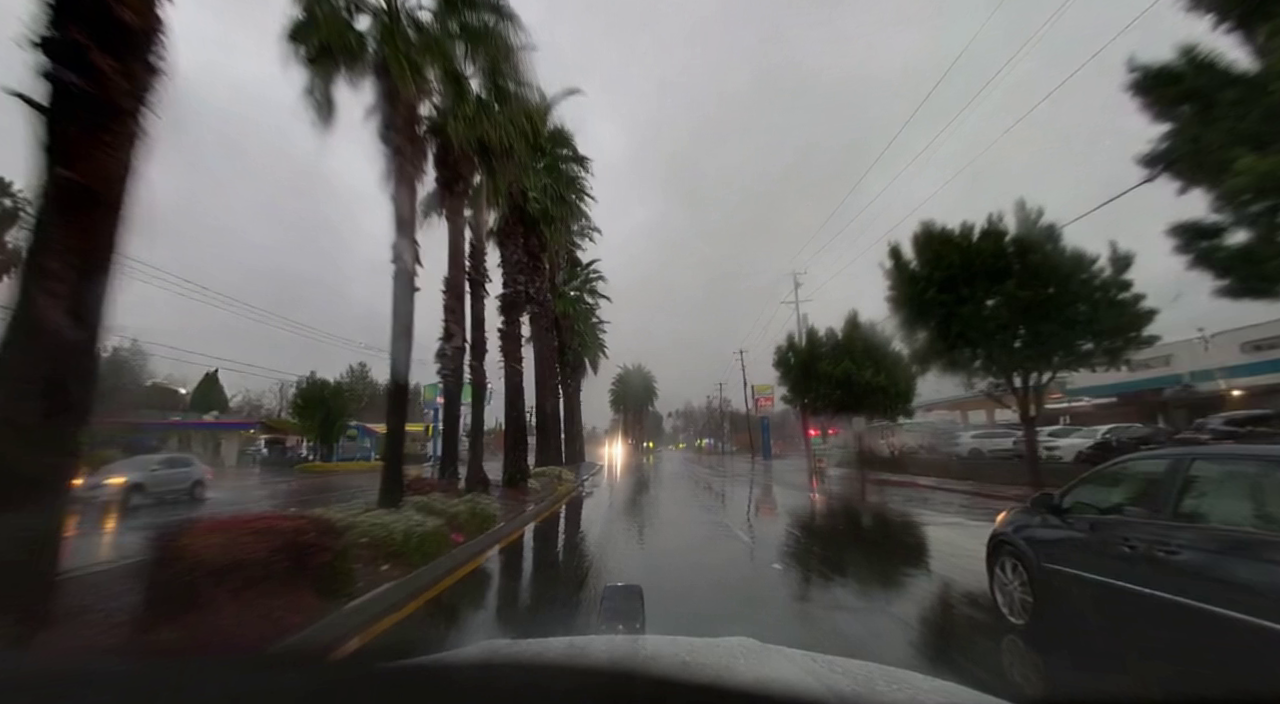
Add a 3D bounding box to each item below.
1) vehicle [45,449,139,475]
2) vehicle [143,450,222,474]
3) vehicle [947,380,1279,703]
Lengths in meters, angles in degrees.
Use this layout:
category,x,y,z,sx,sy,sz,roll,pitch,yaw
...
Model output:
category,x,y,z,sx,sy,sz,roll,pitch,yaw
vehicle,-38.485,7.693,44.557,2.172,1.703,4.689,-1,-9,4
vehicle,-32.172,7.721,44.603,1.886,1.609,4.563,-1,-9,6
vehicle,3.401,0.895,2.280,2.075,1.579,5.101,0,-9,1
